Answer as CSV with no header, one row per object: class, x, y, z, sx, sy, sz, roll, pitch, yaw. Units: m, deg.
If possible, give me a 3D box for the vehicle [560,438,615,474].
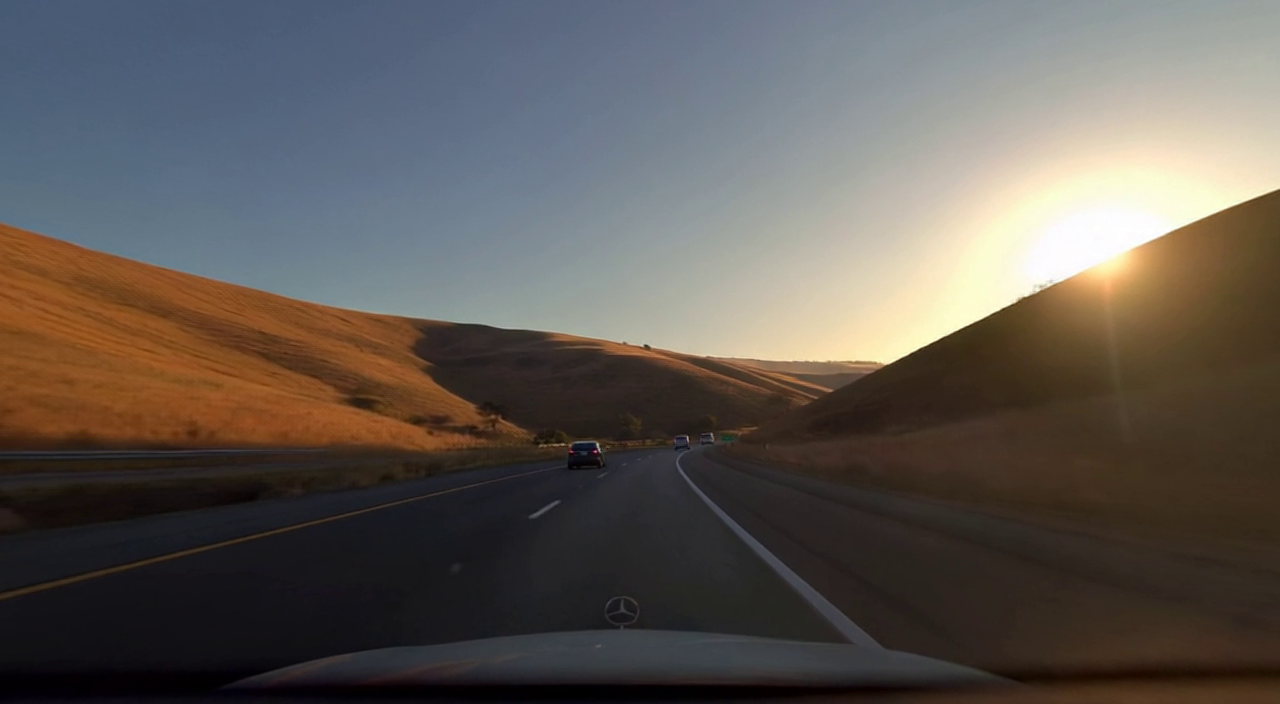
vehicle,-2.696,5.483,33.368,2.252,1.743,4.560,-1,-9,3
